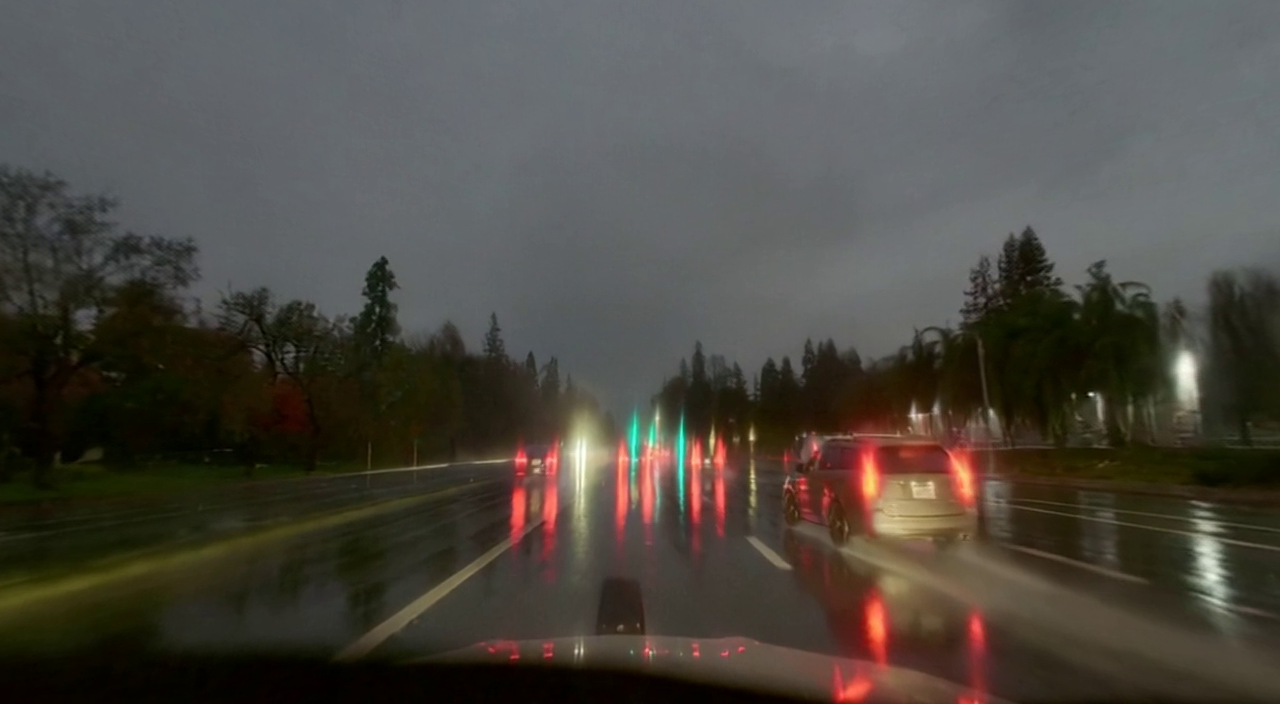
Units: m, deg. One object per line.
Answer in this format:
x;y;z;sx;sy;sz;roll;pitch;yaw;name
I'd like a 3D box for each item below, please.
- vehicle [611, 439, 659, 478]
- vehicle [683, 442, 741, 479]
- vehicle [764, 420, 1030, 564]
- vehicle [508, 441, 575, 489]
-0.259;5.075;30.378;2.150;1.725;4.096;0;-8;-1;vehicle
3.234;4.964;29.096;2.068;1.541;4.041;0;-8;-2;vehicle
3.455;1.973;9.749;2.069;1.644;4.714;0;-8;-1;vehicle
-3.561;4.138;23.544;1.823;1.602;4.061;0;-8;0;vehicle
